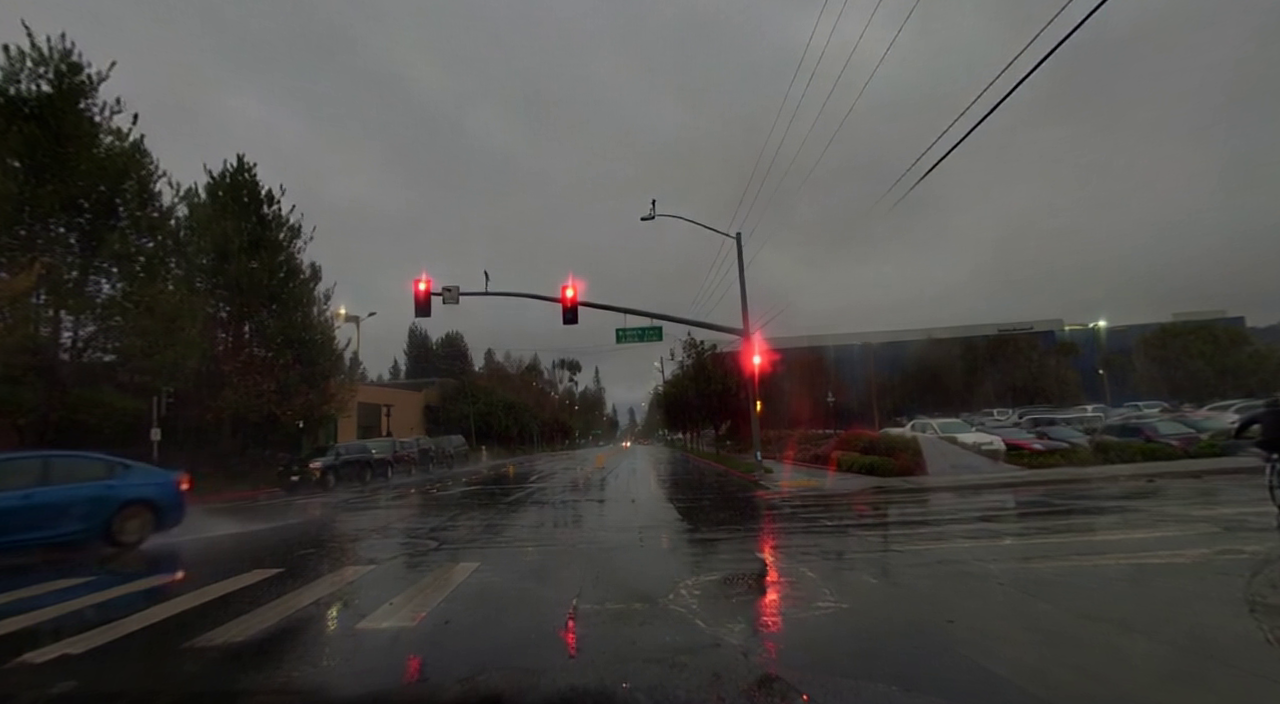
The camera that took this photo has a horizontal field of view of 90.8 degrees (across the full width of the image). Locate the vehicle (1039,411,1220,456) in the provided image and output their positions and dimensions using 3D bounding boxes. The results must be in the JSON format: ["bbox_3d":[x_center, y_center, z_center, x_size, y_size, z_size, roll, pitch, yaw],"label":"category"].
[{"bbox_3d":[16.910,2.907,22.122,4.560,1.453,1.851,-3,-9,18],"label":"vehicle"}]

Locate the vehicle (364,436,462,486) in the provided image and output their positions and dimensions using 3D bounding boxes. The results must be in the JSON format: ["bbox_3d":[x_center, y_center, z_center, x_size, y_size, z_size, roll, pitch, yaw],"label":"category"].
[{"bbox_3d":[-10.213,4.955,29.049,2.475,1.940,5.702,-3,-9,-1],"label":"vehicle"}]

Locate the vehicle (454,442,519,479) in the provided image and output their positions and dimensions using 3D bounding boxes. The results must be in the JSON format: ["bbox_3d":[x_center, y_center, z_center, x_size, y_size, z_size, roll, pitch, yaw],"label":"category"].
[{"bbox_3d":[-7.024,4.994,29.317,2.024,1.470,4.153,-3,-9,-1],"label":"vehicle"}]

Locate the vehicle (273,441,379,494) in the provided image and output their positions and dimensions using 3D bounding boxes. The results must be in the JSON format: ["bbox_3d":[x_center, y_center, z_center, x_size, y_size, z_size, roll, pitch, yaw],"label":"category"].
[{"bbox_3d":[-13.768,5.062,28.137,2.251,1.957,4.968,-4,-9,-1],"label":"vehicle"}]

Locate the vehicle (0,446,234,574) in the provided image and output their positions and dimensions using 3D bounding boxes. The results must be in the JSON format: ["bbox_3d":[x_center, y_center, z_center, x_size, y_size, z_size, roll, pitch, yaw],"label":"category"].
[{"bbox_3d":[-7.875,1.879,7.764,1.855,1.419,4.385,-6,-11,36],"label":"vehicle"}]

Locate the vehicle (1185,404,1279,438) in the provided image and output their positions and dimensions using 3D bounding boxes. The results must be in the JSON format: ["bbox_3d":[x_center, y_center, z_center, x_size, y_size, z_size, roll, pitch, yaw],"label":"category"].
[{"bbox_3d":[34.860,4.029,36.689,4.326,1.511,1.725,-8,-9,16],"label":"vehicle"}]
